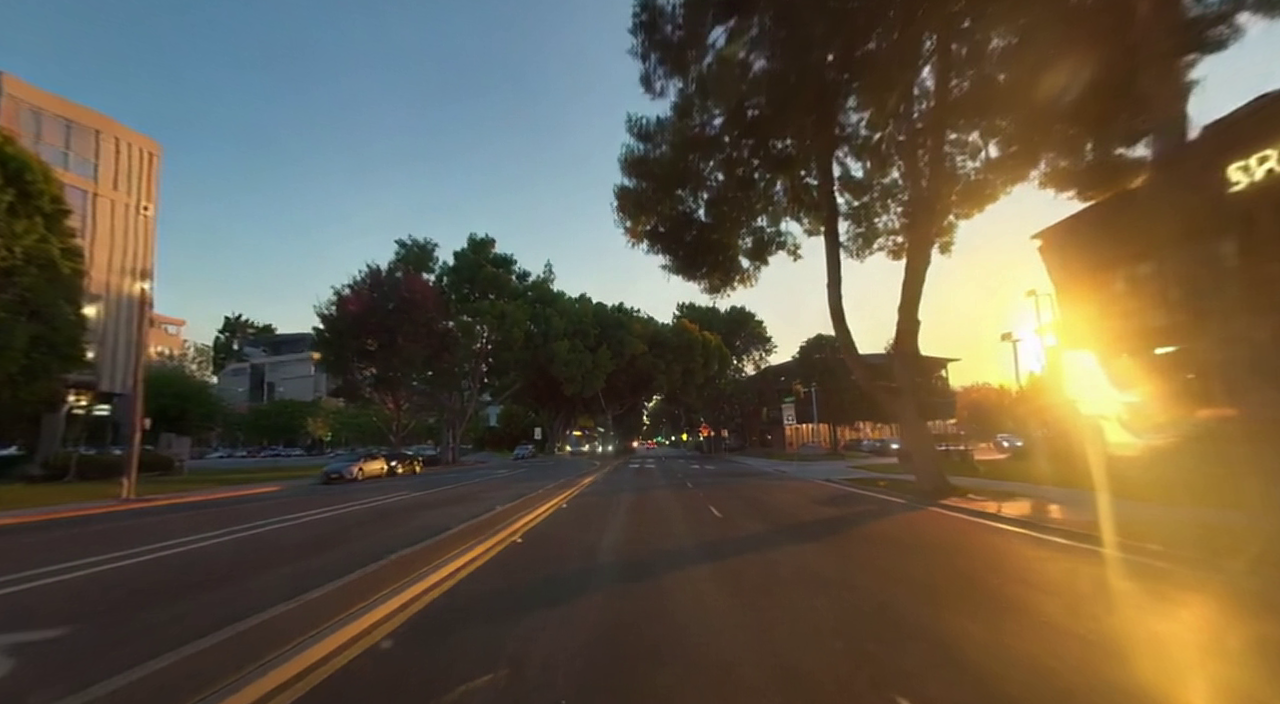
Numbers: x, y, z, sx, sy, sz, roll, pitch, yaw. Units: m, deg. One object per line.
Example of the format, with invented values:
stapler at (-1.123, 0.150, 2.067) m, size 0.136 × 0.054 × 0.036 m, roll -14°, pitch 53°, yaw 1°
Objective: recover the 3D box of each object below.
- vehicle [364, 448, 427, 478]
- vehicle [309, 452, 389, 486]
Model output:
vehicle at (-13.908, 6.315, 36.096) m, size 1.816 × 1.567 × 3.957 m, roll -1°, pitch -8°, yaw 3°
vehicle at (-13.988, 5.628, 30.579) m, size 1.835 × 1.434 × 4.325 m, roll 0°, pitch -8°, yaw 0°
